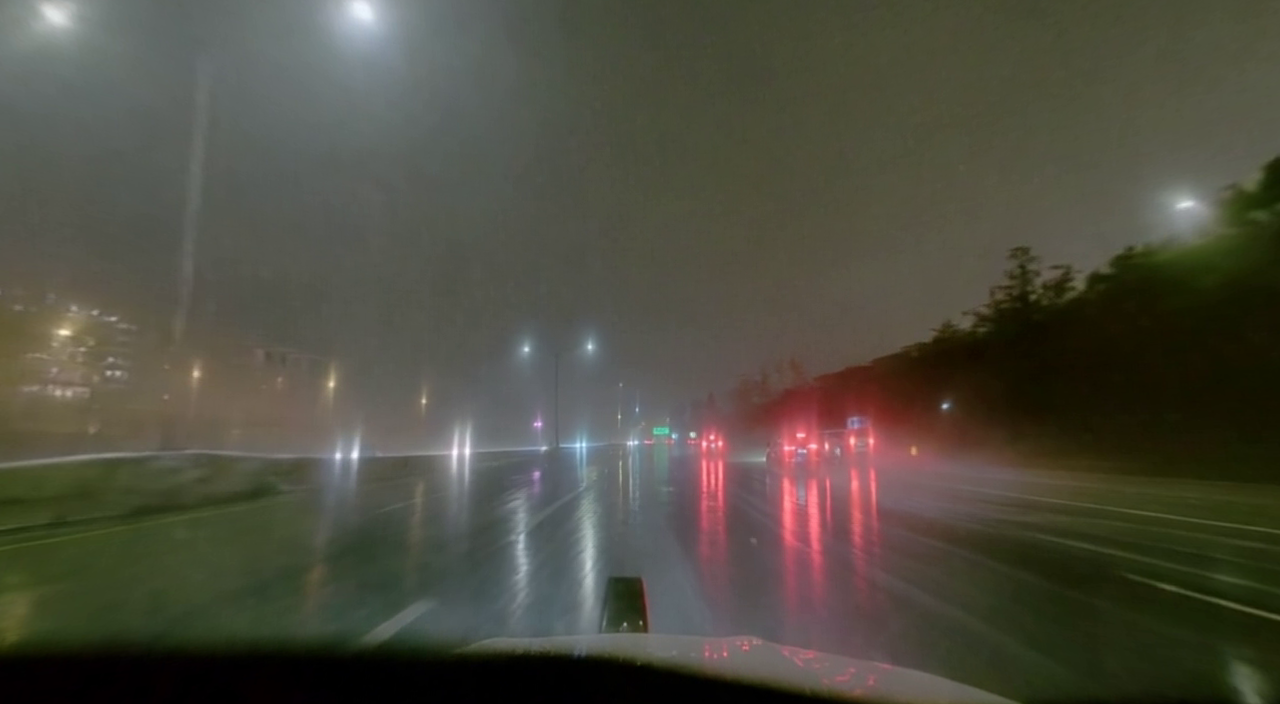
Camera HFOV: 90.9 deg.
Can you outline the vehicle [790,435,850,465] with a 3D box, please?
[{"bbox_3d":[10.011,5.486,35.437,2.000,1.514,4.585,0,-8,-1],"label":"vehicle"}]
